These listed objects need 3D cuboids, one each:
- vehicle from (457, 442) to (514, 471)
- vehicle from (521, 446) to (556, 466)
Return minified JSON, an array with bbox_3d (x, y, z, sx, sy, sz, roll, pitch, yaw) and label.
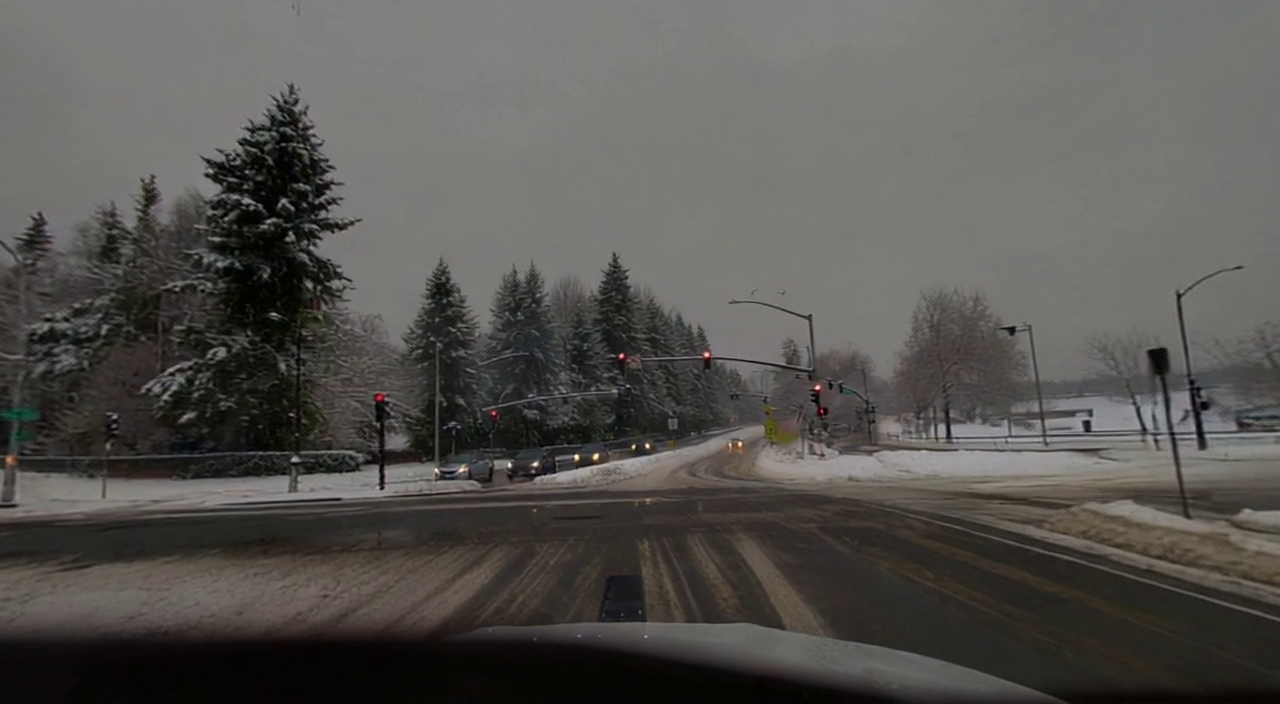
[{"bbox_3d":[-11.481,7.794,47.505,2.557,2.015,5.959,0,-8,2],"label":"vehicle"},{"bbox_3d":[-7.896,8.150,49.606,2.049,1.439,4.103,0,-8,0],"label":"vehicle"}]
